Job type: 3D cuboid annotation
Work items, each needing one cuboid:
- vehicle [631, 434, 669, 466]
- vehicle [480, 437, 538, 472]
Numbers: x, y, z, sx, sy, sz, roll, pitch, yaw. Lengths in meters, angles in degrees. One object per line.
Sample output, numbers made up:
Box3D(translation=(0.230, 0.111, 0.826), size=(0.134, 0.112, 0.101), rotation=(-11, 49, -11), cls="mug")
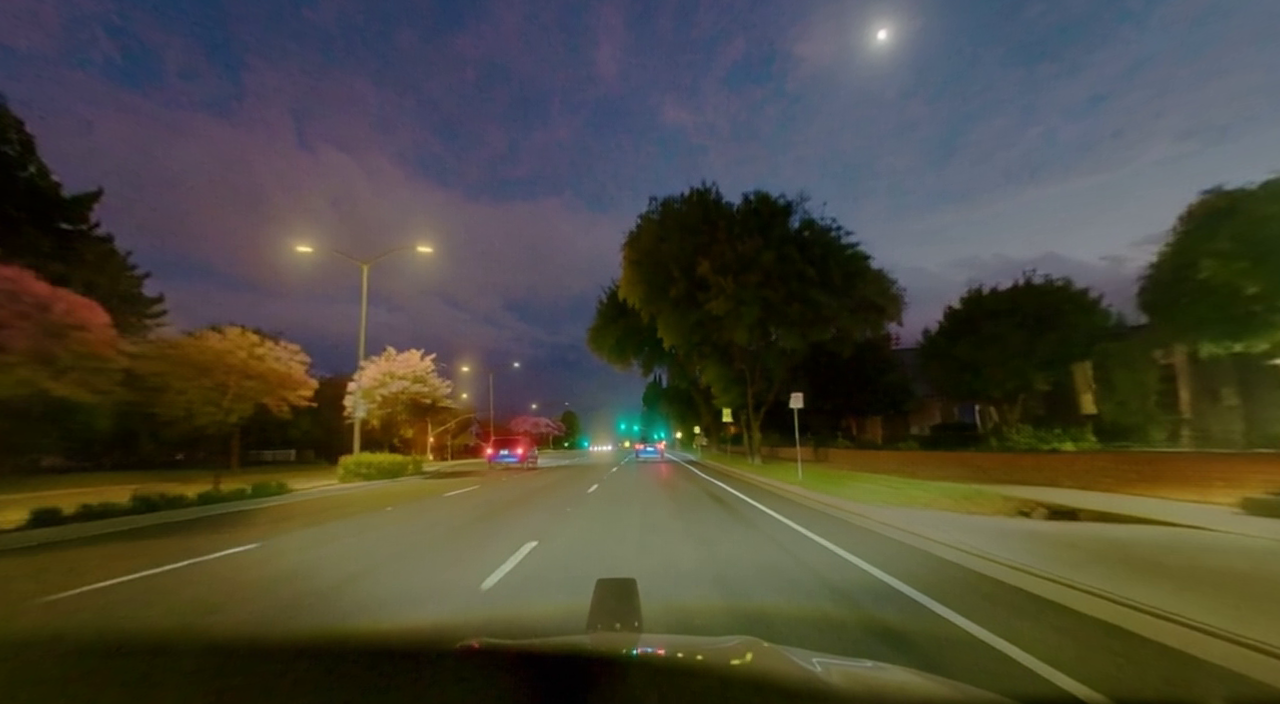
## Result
Box3D(translation=(0.579, 5.785, 37.336), size=(2.070, 1.764, 4.552), rotation=(0, -8, 0), cls="vehicle")
Box3D(translation=(-6.679, 5.266, 32.714), size=(1.993, 1.657, 4.487), rotation=(-1, -8, 1), cls="vehicle")
